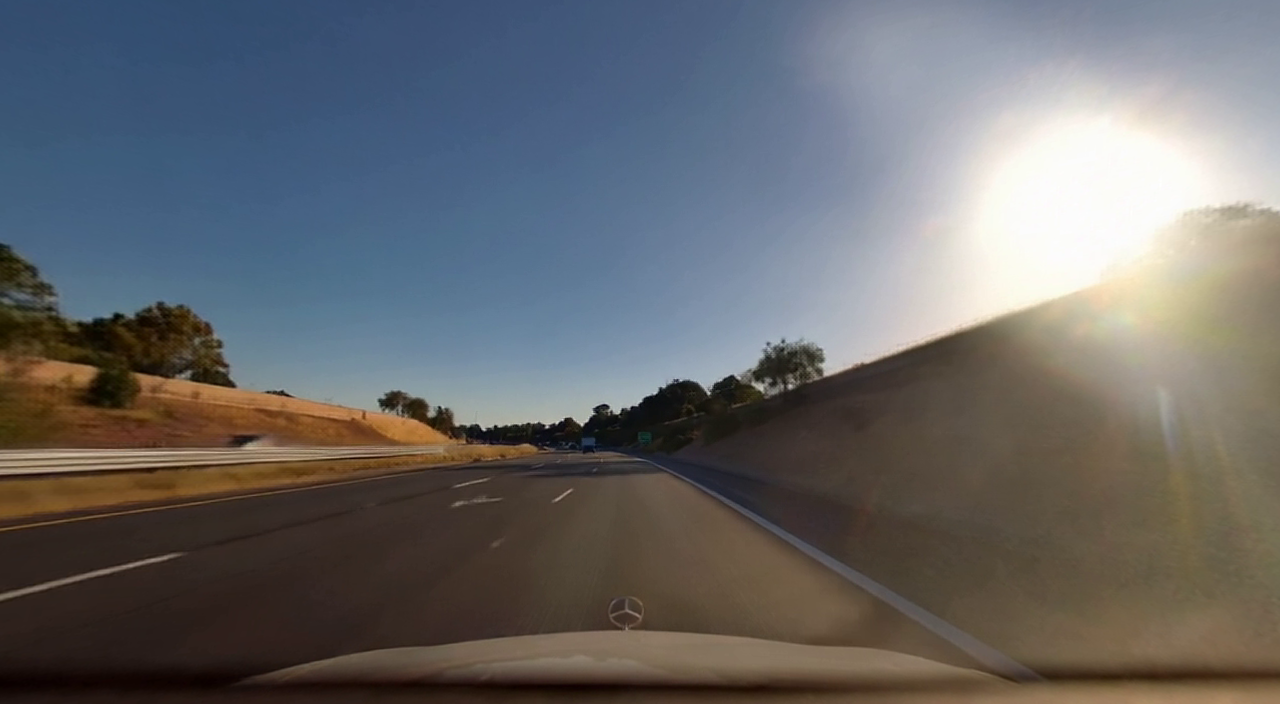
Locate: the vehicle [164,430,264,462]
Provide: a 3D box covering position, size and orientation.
[{"bbox_3d":[-21.988,4.893,32.663,2.081,1.569,4.506,0,-9,-1],"label":"vehicle"}]
